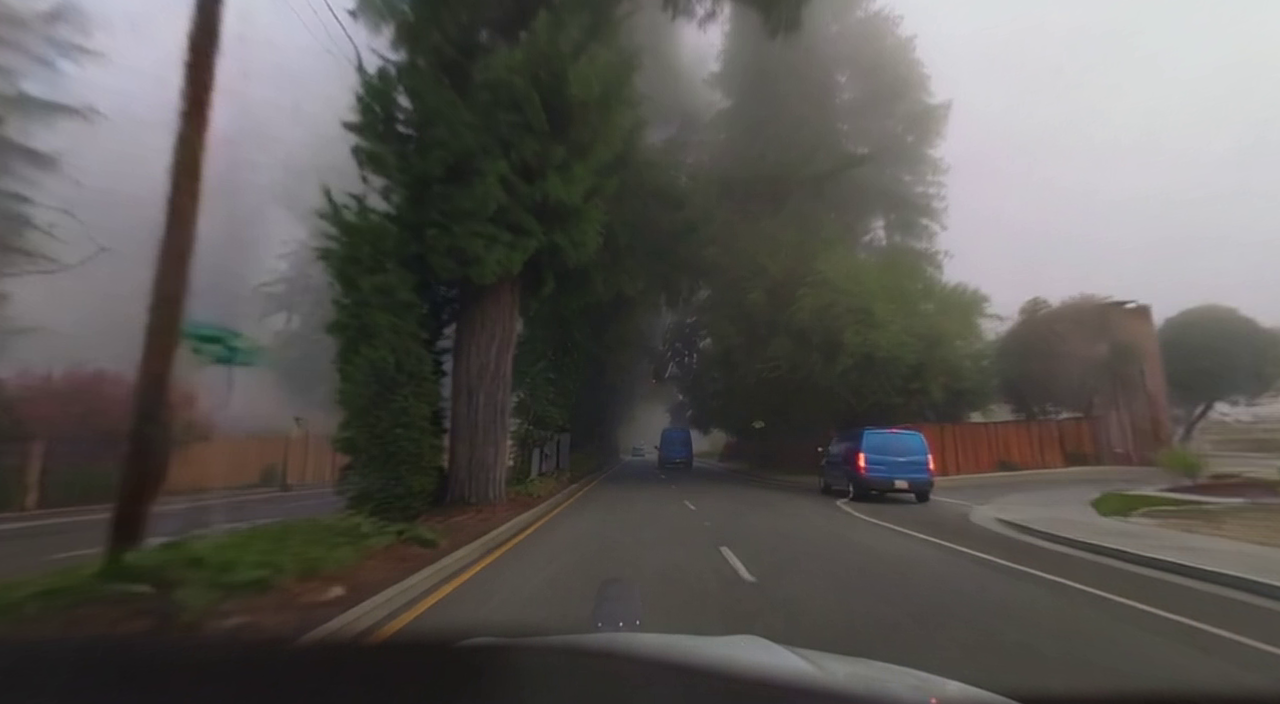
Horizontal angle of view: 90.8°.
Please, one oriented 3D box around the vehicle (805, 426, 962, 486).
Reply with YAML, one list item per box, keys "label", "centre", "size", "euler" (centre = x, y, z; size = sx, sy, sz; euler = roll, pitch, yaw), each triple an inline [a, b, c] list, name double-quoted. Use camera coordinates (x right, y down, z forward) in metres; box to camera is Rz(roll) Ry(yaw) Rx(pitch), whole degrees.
- label: "vehicle"
  centre: [9.190, 3.963, 24.294]
  size: [4.990, 2.142, 2.488]
  euler: [0, -8, 1]
